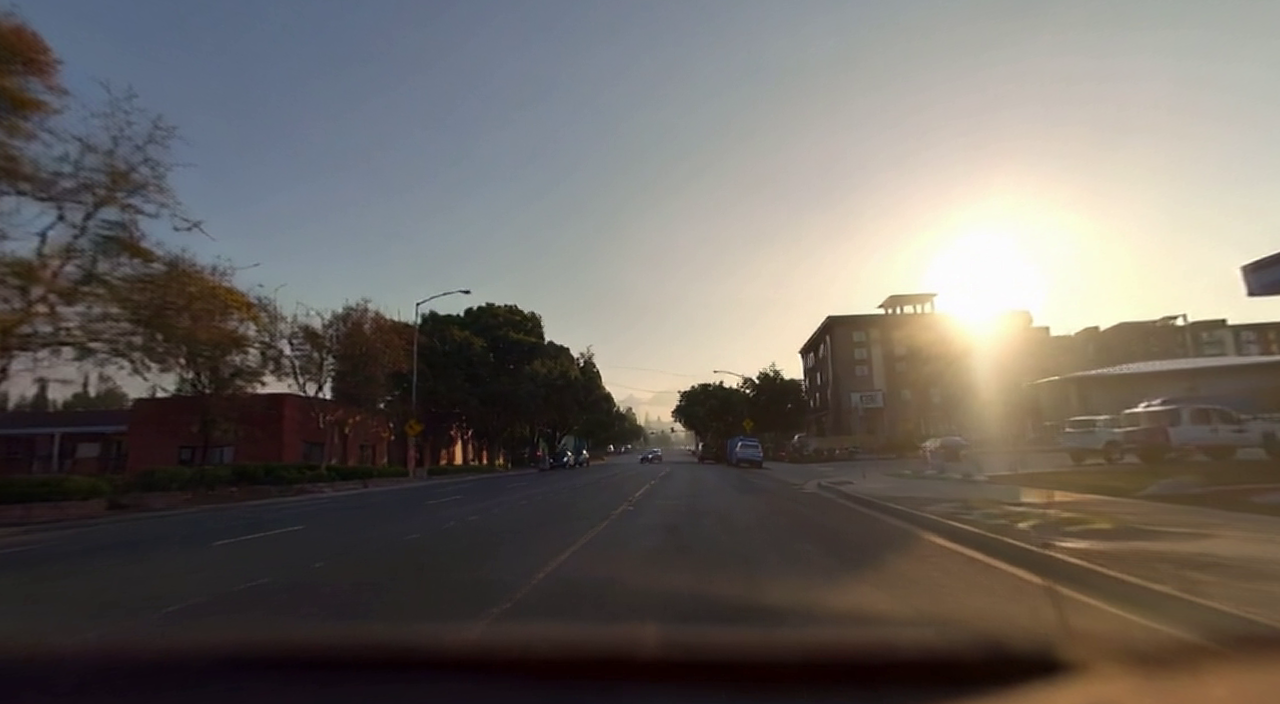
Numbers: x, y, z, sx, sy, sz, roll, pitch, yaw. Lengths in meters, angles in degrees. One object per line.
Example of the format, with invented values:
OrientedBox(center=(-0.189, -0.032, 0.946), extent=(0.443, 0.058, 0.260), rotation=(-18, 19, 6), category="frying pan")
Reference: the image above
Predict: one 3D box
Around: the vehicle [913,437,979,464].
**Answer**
OrientedBox(center=(16.935, 5.482, 35.195), extent=(1.919, 1.411, 4.440), rotation=(-1, -9, 7), category="vehicle")

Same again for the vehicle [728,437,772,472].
OrientedBox(center=(6.353, 5.971, 37.045), extent=(2.194, 1.896, 5.049), rotation=(-1, -9, 6), category="vehicle")
